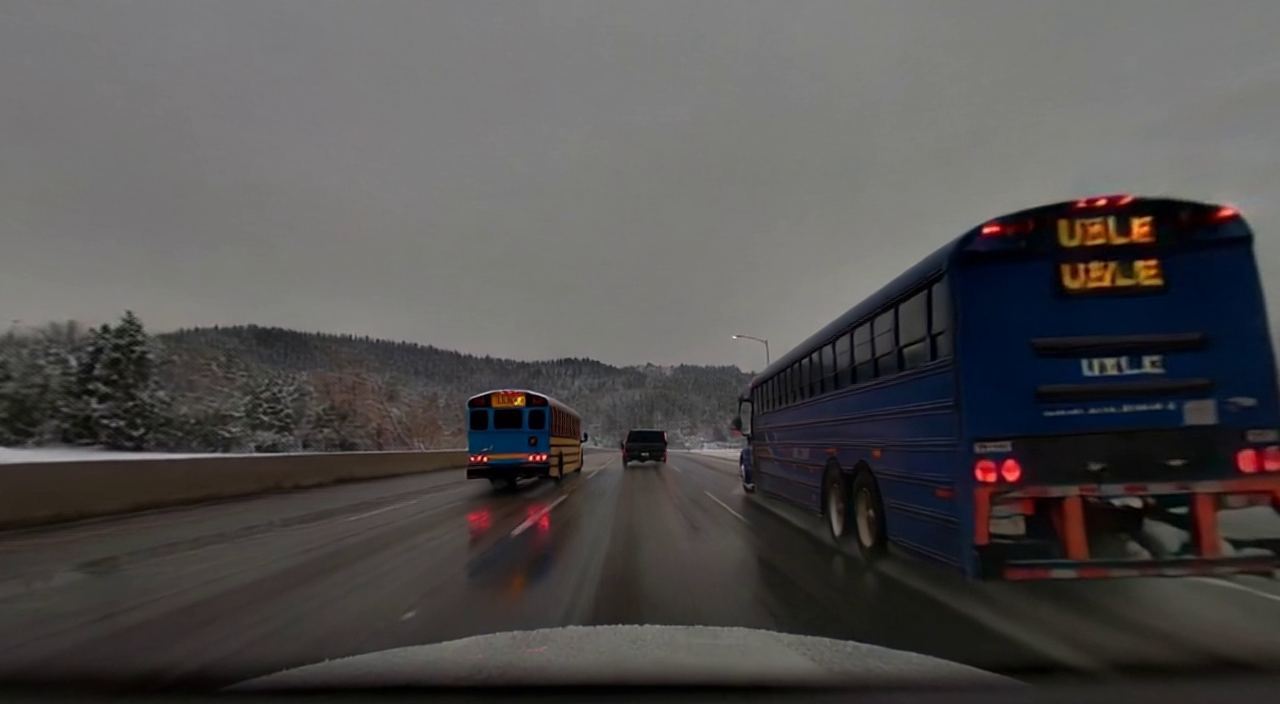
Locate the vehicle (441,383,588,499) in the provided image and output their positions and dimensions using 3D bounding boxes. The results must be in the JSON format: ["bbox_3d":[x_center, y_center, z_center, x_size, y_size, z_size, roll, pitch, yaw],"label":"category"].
[{"bbox_3d":[-3.605,2.896,20.567,2.947,3.009,7.991,-1,-8,1],"label":"vehicle"}]

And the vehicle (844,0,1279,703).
[{"bbox_3d":[4.209,-0.397,1.468,3.006,4.101,13.245,0,-8,0],"label":"vehicle"}]

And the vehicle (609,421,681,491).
[{"bbox_3d":[0.113,3.243,19.964,2.037,1.929,4.343,0,-8,-1],"label":"vehicle"}]
